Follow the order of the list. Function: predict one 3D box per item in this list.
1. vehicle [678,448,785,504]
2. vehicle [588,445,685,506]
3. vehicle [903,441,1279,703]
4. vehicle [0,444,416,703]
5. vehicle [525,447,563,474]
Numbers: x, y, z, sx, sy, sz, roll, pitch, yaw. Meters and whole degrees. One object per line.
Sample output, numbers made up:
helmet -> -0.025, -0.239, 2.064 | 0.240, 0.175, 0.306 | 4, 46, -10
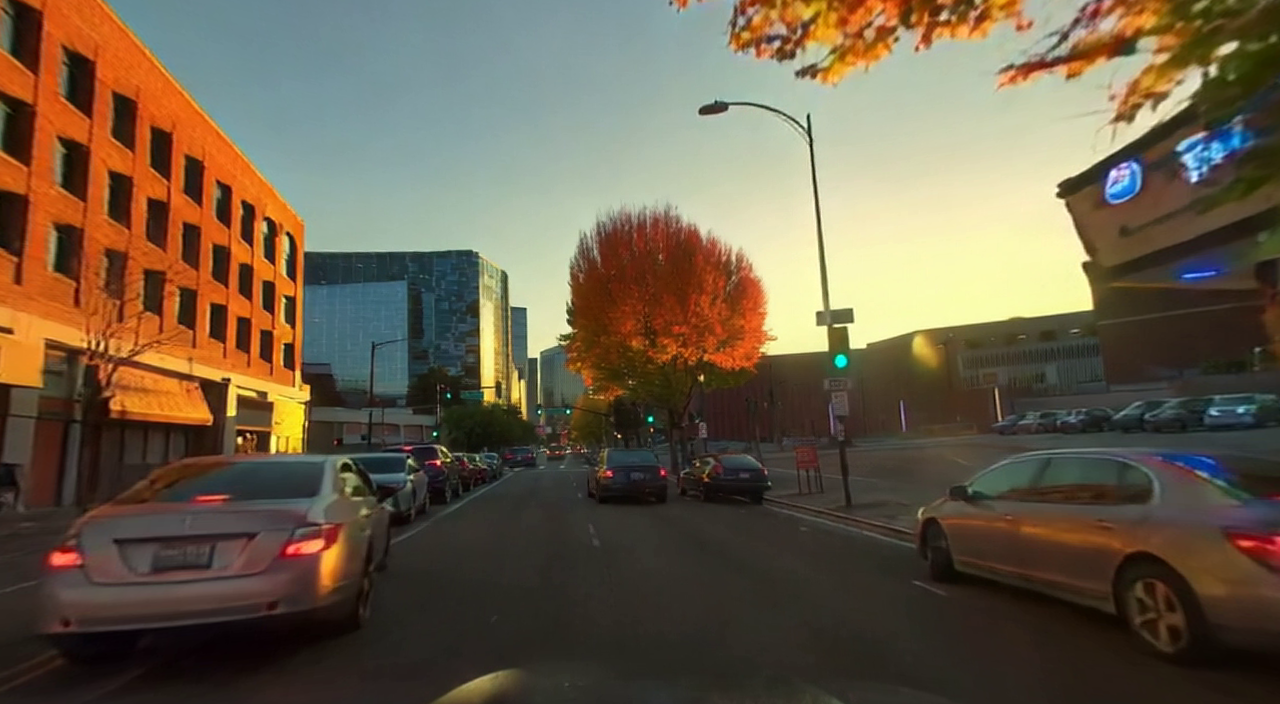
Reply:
vehicle -> 2.609, 3.677, 19.241 | 1.956, 1.446, 4.537 | 1, -9, -9
vehicle -> -0.263, 3.337, 17.592 | 2.150, 1.464, 4.467 | 1, -9, -8
vehicle -> 4.208, 1.561, 5.360 | 1.986, 1.555, 3.879 | 1, -9, -5
vehicle -> -3.330, 1.516, 5.389 | 2.169, 1.427, 4.531 | 2, -9, -14
vehicle -> -5.707, 6.437, 37.627 | 2.102, 1.521, 4.078 | 1, -9, -8
